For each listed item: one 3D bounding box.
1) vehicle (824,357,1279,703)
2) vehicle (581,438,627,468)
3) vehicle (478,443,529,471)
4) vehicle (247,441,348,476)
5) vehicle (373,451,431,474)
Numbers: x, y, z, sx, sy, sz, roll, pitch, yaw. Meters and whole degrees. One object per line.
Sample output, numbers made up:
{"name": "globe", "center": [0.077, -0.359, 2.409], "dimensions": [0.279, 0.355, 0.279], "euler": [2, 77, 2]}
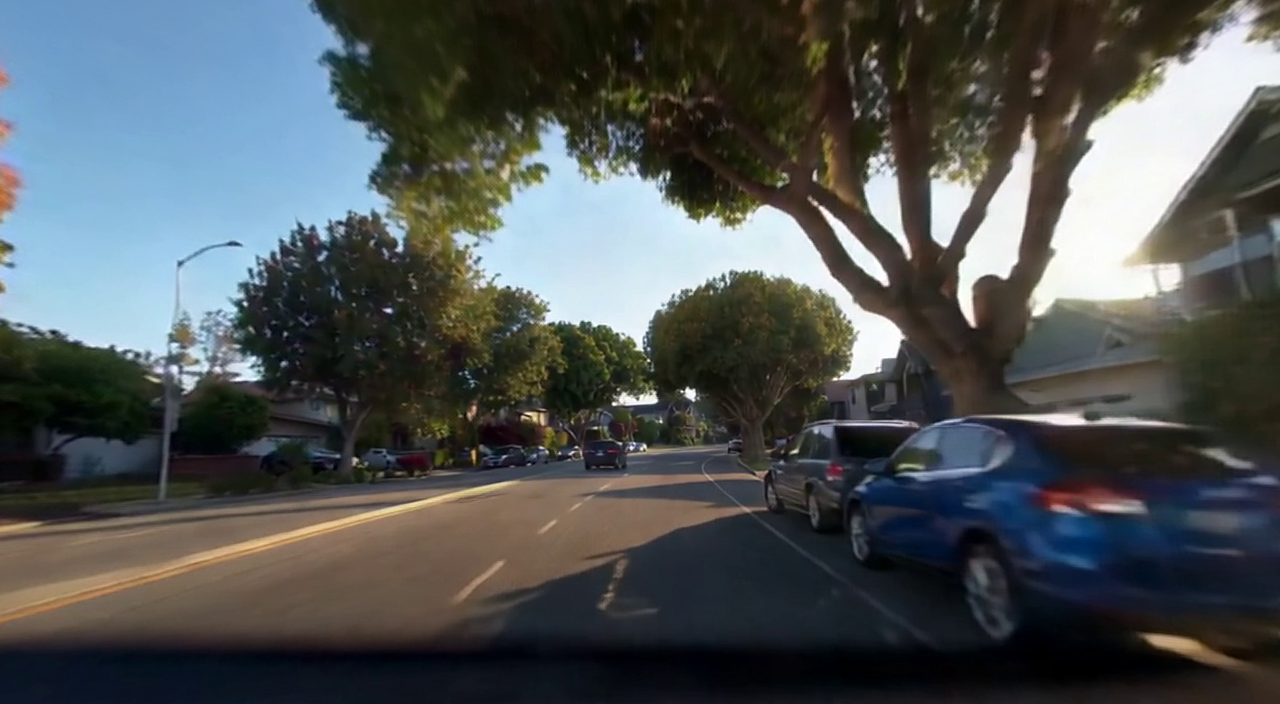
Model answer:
{"name": "vehicle", "center": [3.406, 1.298, 5.455], "dimensions": [2.147, 1.725, 4.927], "euler": [3, -8, 0]}
{"name": "vehicle", "center": [-2.176, 6.230, 39.309], "dimensions": [2.135, 1.731, 4.232], "euler": [-1, -8, 7]}
{"name": "vehicle", "center": [-10.690, 8.242, 49.865], "dimensions": [2.157, 1.882, 5.479], "euler": [-5, -9, 7]}
{"name": "vehicle", "center": [-19.429, 6.060, 35.926], "dimensions": [4.628, 1.808, 1.899], "euler": [0, -12, 7]}
{"name": "vehicle", "center": [-16.055, 7.468, 42.893], "dimensions": [1.872, 1.396, 4.150], "euler": [-1, -8, 8]}
